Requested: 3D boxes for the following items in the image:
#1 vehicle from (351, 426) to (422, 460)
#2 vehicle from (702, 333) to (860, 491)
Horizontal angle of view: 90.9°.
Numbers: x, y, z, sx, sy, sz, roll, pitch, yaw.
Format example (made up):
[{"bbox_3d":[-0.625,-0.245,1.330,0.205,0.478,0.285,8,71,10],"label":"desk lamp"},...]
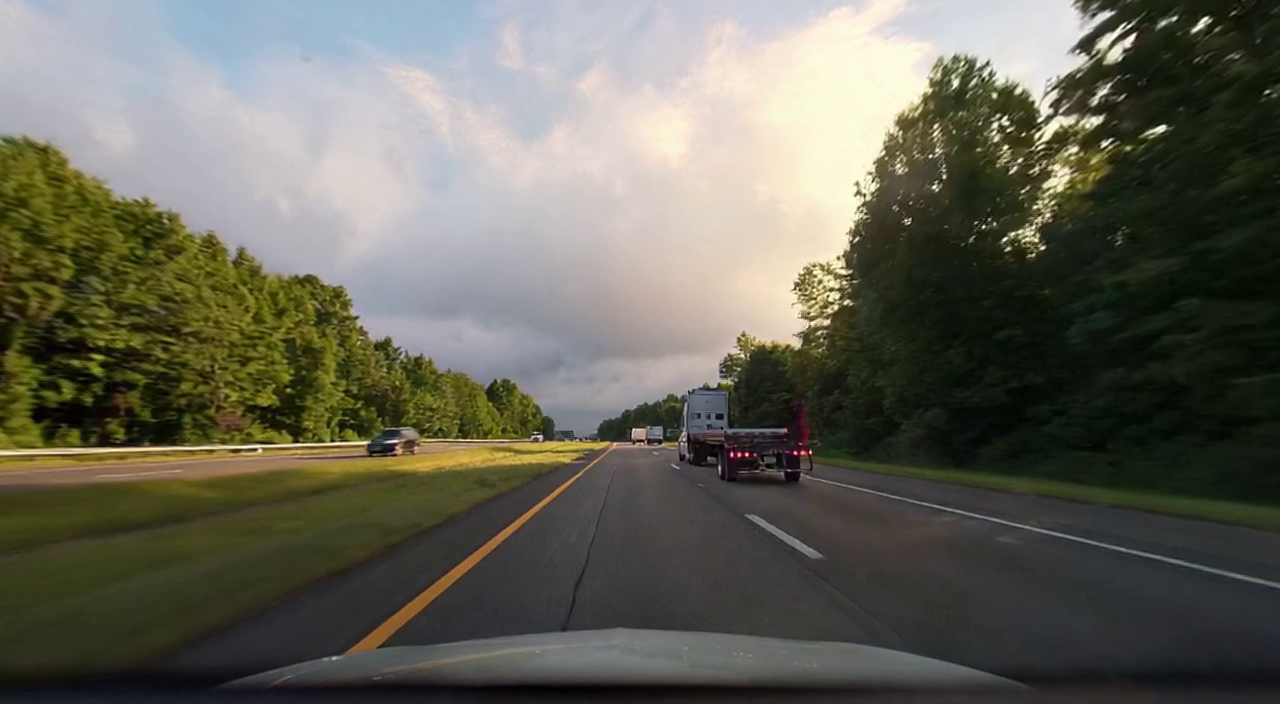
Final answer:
[{"bbox_3d":[-12.592,4.543,31.591,1.881,1.542,4.065,0,-8,-1],"label":"vehicle"},{"bbox_3d":[3.959,2.058,20.212,2.861,3.991,8.583,0,-8,-1],"label":"vehicle"}]
